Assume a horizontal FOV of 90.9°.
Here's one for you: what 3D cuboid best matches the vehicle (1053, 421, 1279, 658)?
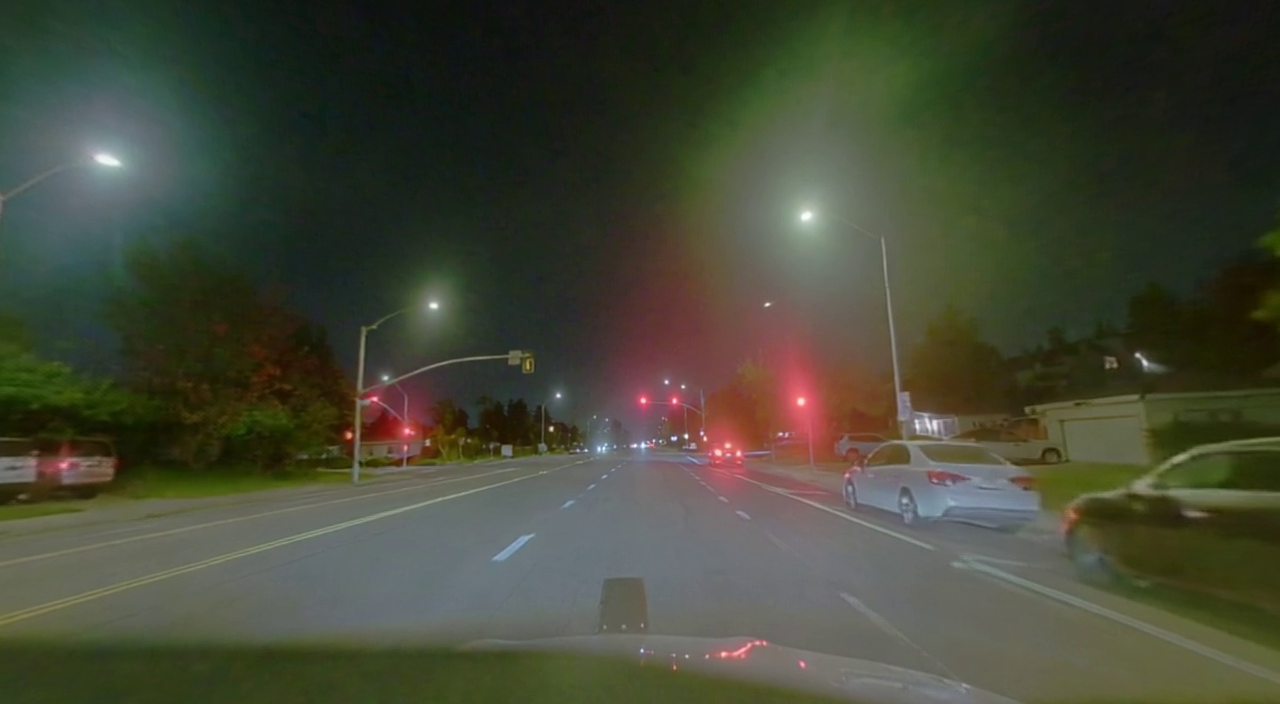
[{"bbox_3d":[5.000,1.192,4.056,1.895,1.487,4.176,0,-8,1],"label":"vehicle"}]

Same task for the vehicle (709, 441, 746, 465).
[{"bbox_3d":[5.861,6.822,42.745,1.950,1.567,4.083,0,-8,1],"label":"vehicle"}]

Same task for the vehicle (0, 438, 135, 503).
[{"bbox_3d":[-19.339,3.743,20.142,4.609,1.948,1.995,0,-8,1],"label":"vehicle"}]

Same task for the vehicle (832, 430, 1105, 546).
[{"bbox_3d":[5.142,2.172,10.879,1.997,1.521,4.747,0,-8,-2],"label":"vehicle"}]
